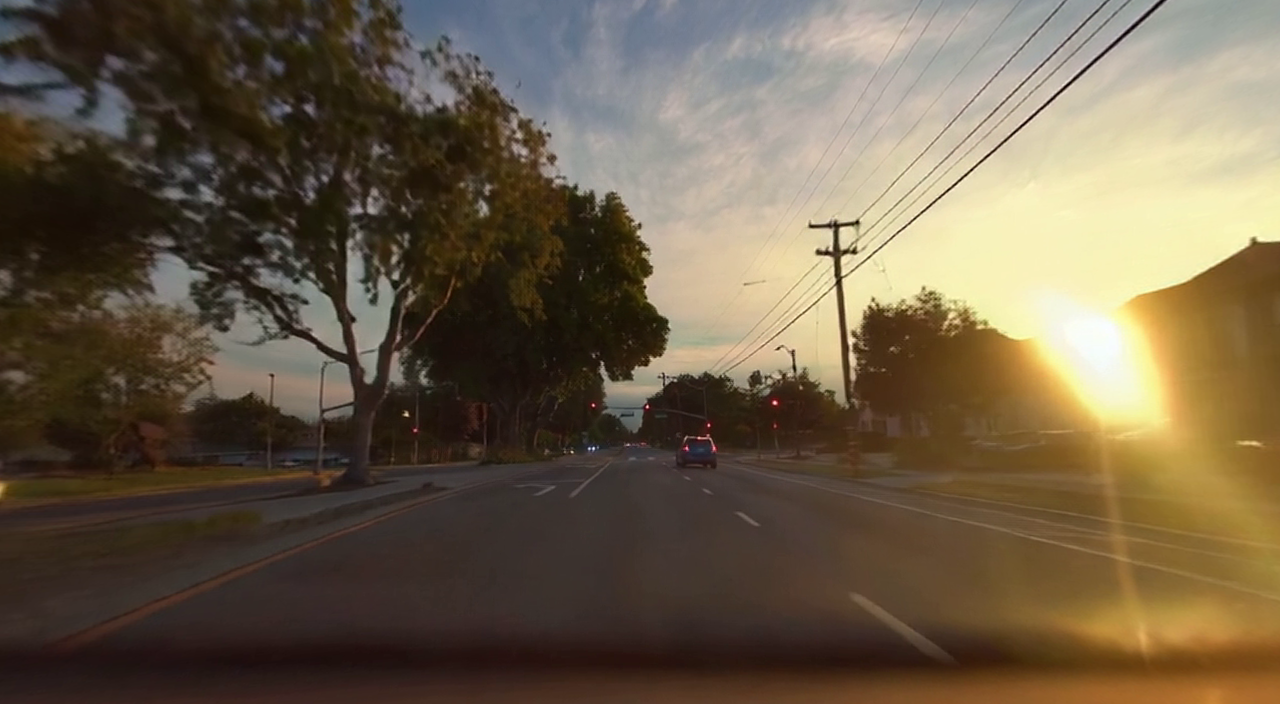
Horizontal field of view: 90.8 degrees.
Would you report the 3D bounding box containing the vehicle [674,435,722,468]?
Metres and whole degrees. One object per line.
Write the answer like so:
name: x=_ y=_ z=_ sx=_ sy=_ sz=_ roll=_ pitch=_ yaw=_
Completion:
vehicle: x=3.344 y=5.901 z=37.520 sx=2.229 sy=1.795 sz=4.927 roll=0 pitch=-9 yaw=-2
